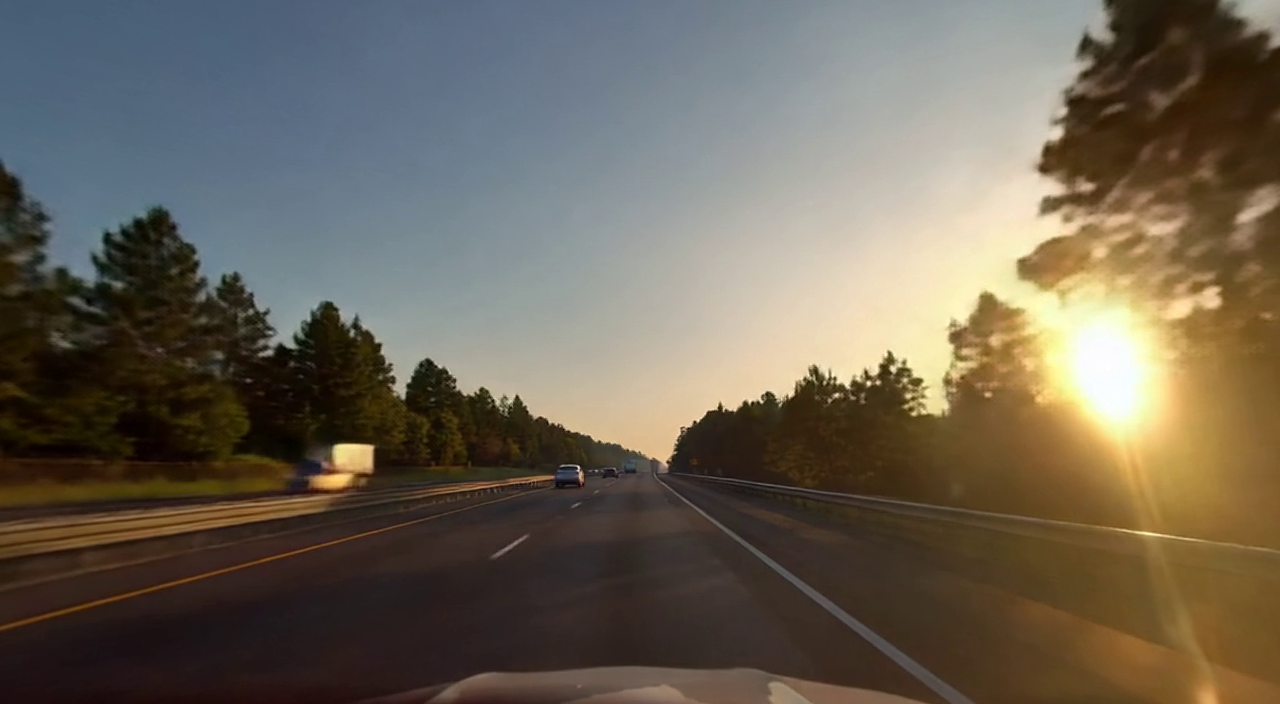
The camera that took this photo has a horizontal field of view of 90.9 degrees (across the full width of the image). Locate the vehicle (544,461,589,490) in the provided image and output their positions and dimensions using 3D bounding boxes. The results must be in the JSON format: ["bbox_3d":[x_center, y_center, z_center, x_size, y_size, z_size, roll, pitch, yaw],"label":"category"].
[{"bbox_3d":[-4.330,7.390,37.869,2.180,1.618,4.219,1,-10,0],"label":"vehicle"}]

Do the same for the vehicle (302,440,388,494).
[{"bbox_3d":[-16.713,6.579,36.100,2.420,2.857,4.628,0,-10,2],"label":"vehicle"}]

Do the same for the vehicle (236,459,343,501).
[{"bbox_3d":[-16.720,6.124,30.419,2.344,1.775,4.790,1,-10,0],"label":"vehicle"}]
